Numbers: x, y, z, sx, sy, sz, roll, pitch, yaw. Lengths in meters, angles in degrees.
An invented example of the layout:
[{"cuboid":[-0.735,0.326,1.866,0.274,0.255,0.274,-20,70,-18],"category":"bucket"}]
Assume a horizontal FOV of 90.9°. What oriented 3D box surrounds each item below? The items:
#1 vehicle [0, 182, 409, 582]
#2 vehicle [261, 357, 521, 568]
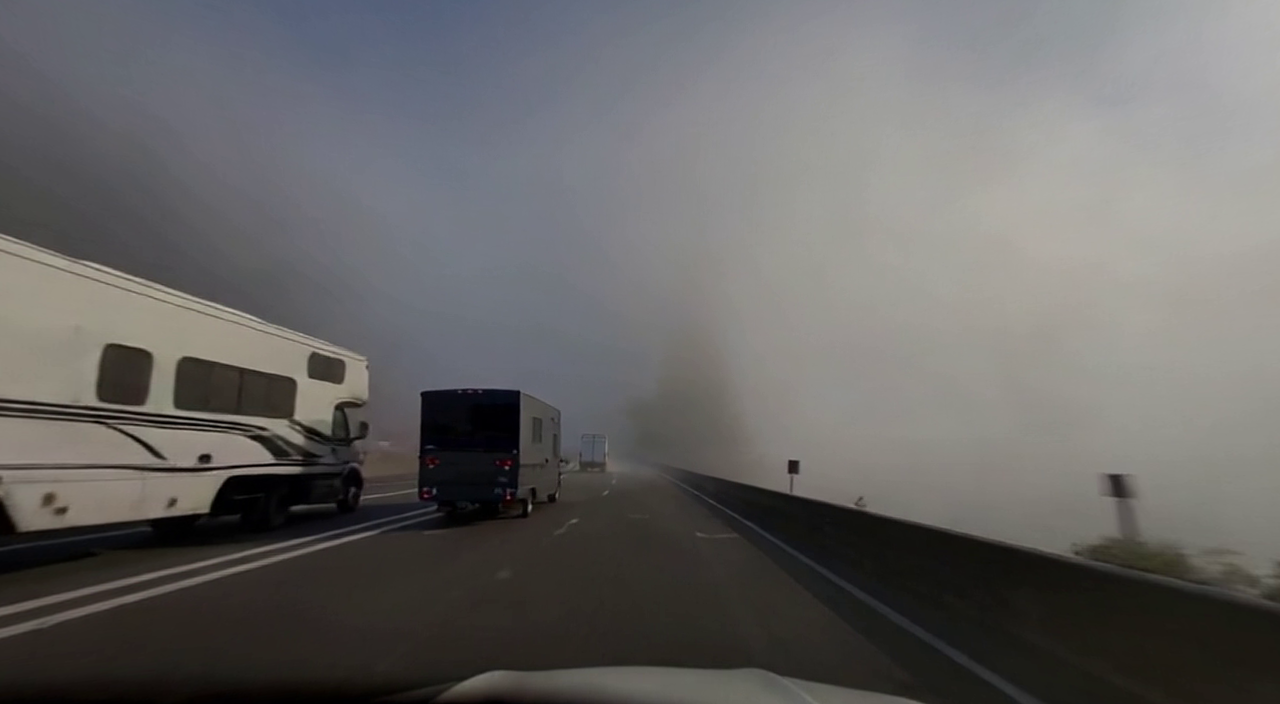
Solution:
[{"cuboid":[-8.026,1.001,10.769,2.929,4.010,14.446,0,-9,-1],"category":"vehicle"},{"cuboid":[-3.424,1.637,9.705,2.331,2.583,3.743,0,-9,1],"category":"vehicle"}]
